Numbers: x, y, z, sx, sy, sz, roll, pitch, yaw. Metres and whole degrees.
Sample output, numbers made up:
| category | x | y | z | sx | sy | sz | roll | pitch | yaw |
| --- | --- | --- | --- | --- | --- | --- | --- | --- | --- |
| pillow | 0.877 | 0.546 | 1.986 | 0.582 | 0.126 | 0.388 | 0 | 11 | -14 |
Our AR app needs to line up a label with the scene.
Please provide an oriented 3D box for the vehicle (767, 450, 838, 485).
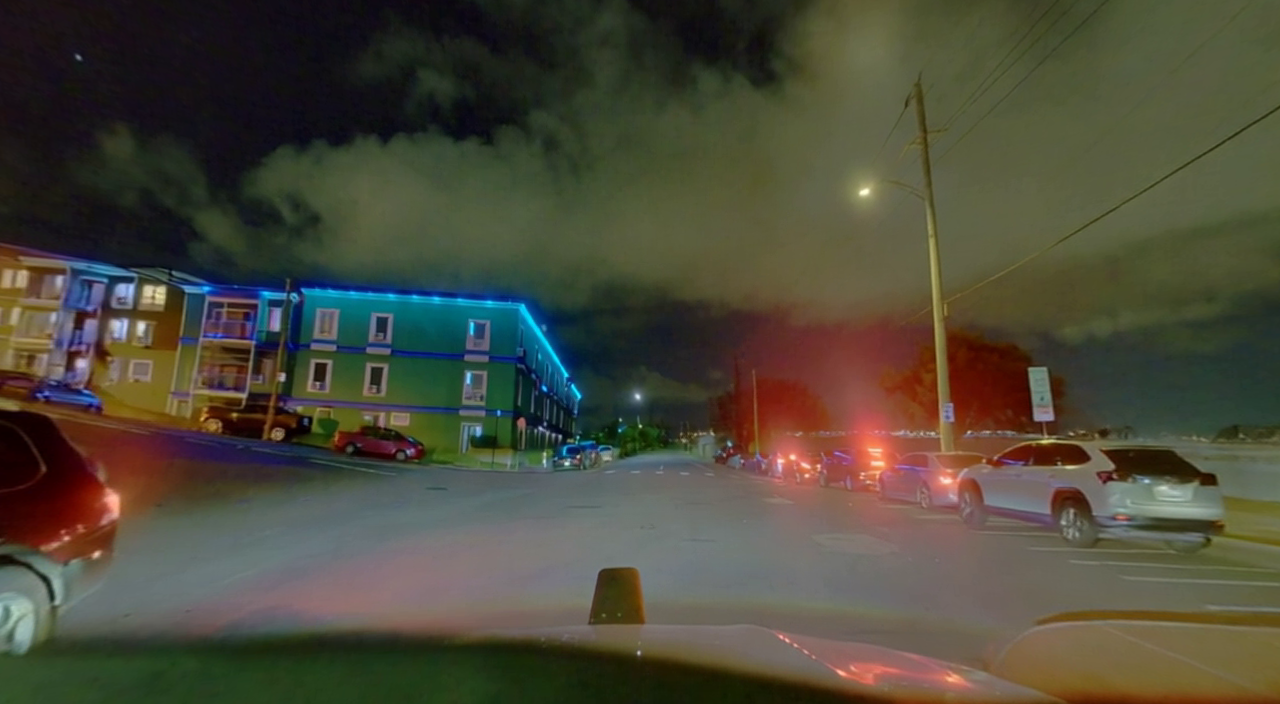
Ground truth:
| category | x | y | z | sx | sy | sz | roll | pitch | yaw |
| --- | --- | --- | --- | --- | --- | --- | --- | --- | --- |
| vehicle | 7.863 | 5.621 | 31.123 | 2.122 | 1.554 | 4.777 | 0 | -9 | -1 |

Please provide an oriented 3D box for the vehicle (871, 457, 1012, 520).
| category | x | y | z | sx | sy | sz | roll | pitch | yaw |
| --- | --- | --- | --- | --- | --- | --- | --- | --- | --- |
| vehicle | 7.825 | 3.551 | 16.927 | 1.900 | 1.368 | 4.176 | -1 | -9 | 3 |

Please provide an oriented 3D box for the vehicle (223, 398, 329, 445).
| category | x | y | z | sx | sy | sz | roll | pitch | yaw |
| --- | --- | --- | --- | --- | --- | --- | --- | --- | --- |
| vehicle | -18.701 | 3.586 | 32.463 | 4.598 | 1.645 | 2.019 | 7 | -6 | 20 |

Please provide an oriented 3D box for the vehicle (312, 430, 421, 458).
| category | x | y | z | sx | sy | sz | roll | pitch | yaw |
| --- | --- | --- | --- | --- | --- | --- | --- | --- | --- |
| vehicle | -13.578 | 4.627 | 31.646 | 4.603 | 1.335 | 1.889 | 1 | -9 | -8 |

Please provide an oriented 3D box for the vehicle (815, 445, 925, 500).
| category | x | y | z | sx | sy | sz | roll | pitch | yaw |
| --- | --- | --- | --- | --- | --- | --- | --- | --- | --- |
| vehicle | 7.936 | 4.171 | 22.367 | 1.917 | 1.704 | 4.840 | 0 | -9 | -2 |

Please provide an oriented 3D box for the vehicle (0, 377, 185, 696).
| category | x | y | z | sx | sy | sz | roll | pitch | yaw |
| --- | --- | --- | --- | --- | --- | --- | --- | --- | --- |
| vehicle | -4.471 | 0.834 | 2.264 | 2.285 | 1.712 | 5.200 | 1 | -9 | -7 |

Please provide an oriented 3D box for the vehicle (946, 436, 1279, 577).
| category | x | y | z | sx | sy | sz | roll | pitch | yaw |
| --- | --- | --- | --- | --- | --- | --- | --- | --- | --- |
| vehicle | 7.509 | 2.382 | 10.755 | 2.181 | 1.792 | 5.066 | 0 | -9 | 2 |
